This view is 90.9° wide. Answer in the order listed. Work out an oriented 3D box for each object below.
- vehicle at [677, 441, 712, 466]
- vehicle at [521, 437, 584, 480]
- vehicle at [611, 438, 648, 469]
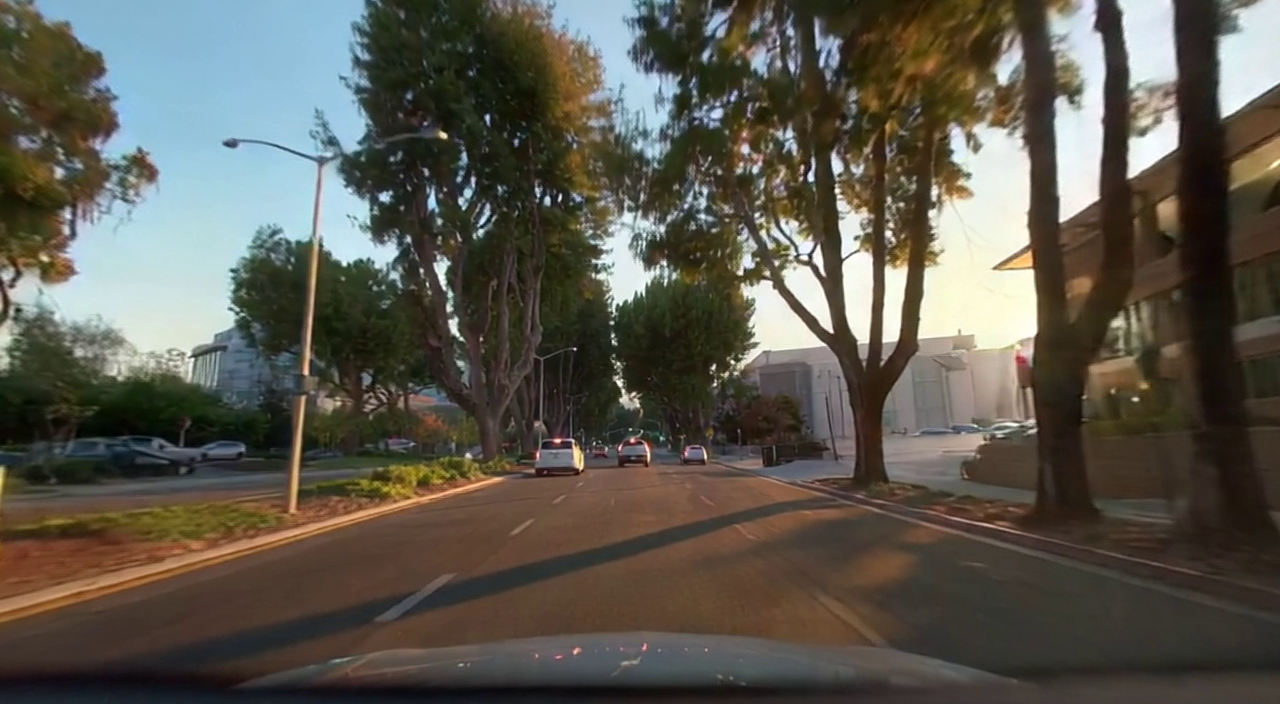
[{"bbox_3d":[3.467,6.594,40.837,1.847,1.554,4.052,0,-10,-2],"label":"vehicle"},{"bbox_3d":[-3.705,4.634,27.501,2.047,1.710,4.314,0,-10,1],"label":"vehicle"},{"bbox_3d":[-0.579,5.852,36.241,2.022,1.700,4.084,0,-10,0],"label":"vehicle"}]
